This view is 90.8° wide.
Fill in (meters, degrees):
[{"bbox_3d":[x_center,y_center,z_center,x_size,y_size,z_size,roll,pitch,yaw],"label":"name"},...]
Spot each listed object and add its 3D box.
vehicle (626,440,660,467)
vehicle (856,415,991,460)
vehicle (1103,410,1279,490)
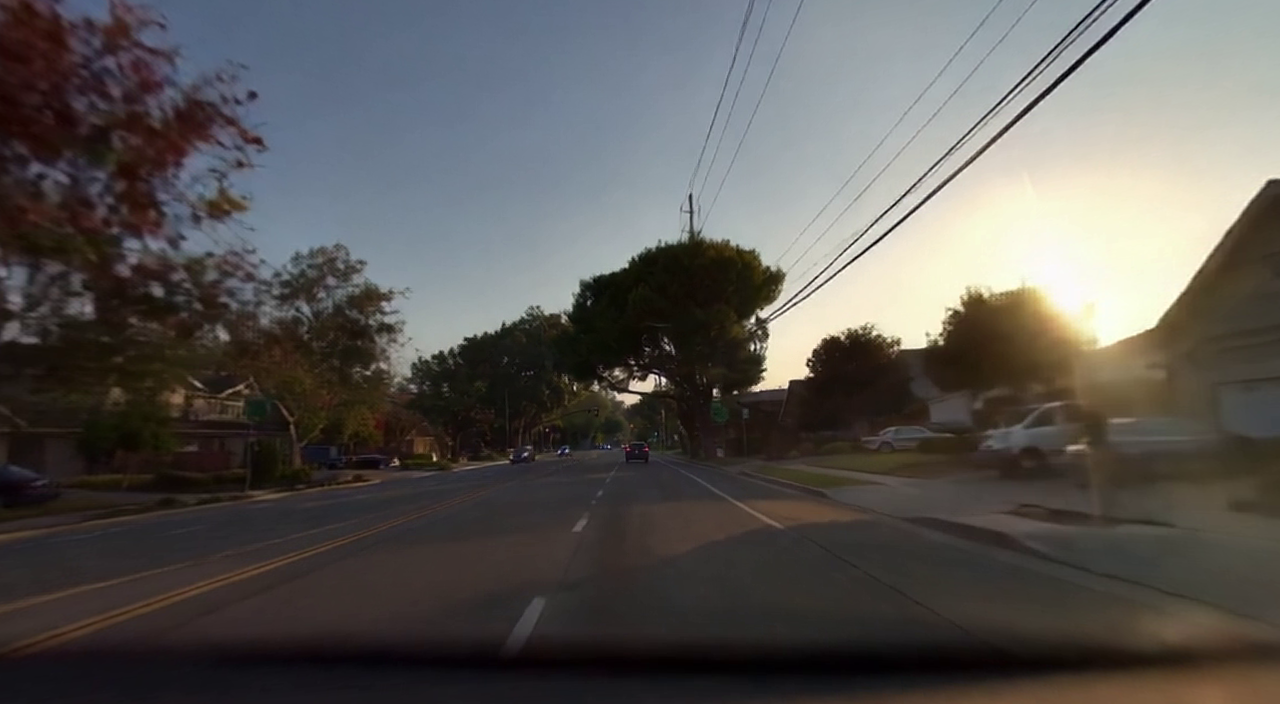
[{"bbox_3d":[0.150,7.121,44.552,2.215,1.799,4.426,0,-9,-1],"label":"vehicle"},{"bbox_3d":[16.161,4.937,36.356,6.339,2.103,2.660,-3,-8,-1],"label":"vehicle"},{"bbox_3d":[12.195,1.938,12.580,4.415,1.467,1.865,0,-9,0],"label":"vehicle"}]
